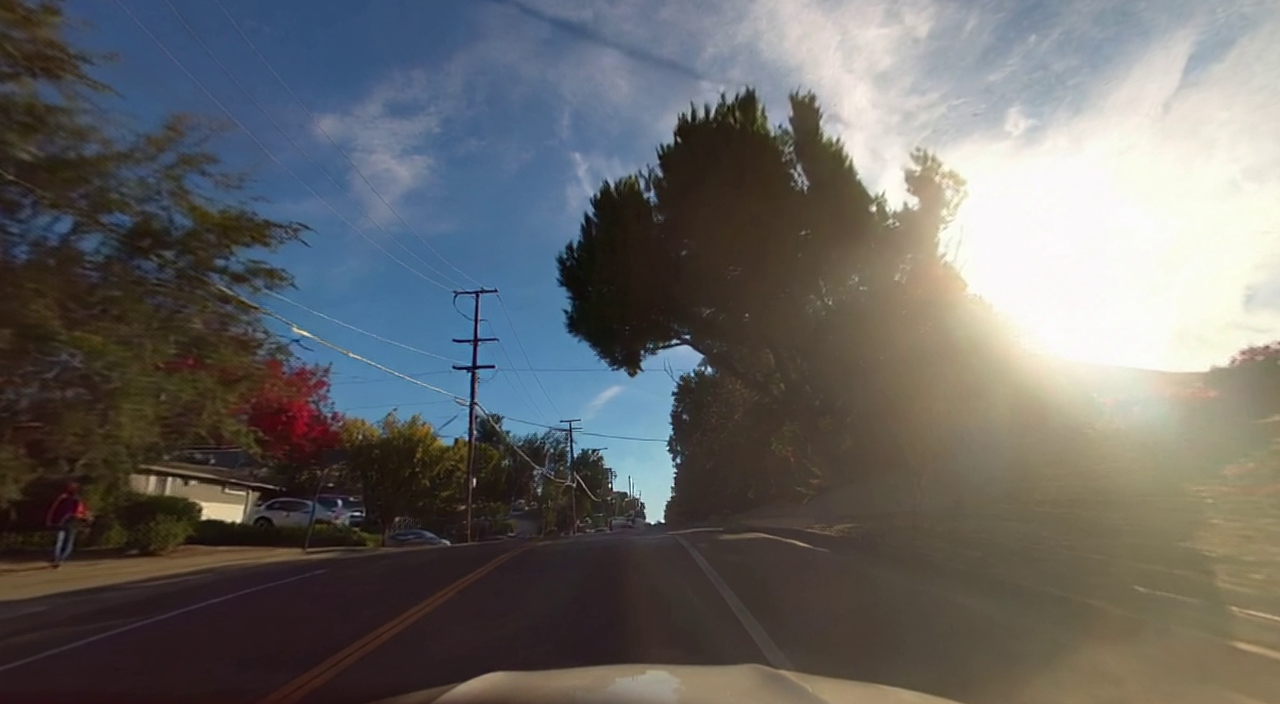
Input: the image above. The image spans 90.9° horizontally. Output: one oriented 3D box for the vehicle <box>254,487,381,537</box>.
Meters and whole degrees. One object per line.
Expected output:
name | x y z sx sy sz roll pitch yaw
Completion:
vehicle | -16.456 8.177 32.791 2.301 2.081 6.706 -3 -11 8
